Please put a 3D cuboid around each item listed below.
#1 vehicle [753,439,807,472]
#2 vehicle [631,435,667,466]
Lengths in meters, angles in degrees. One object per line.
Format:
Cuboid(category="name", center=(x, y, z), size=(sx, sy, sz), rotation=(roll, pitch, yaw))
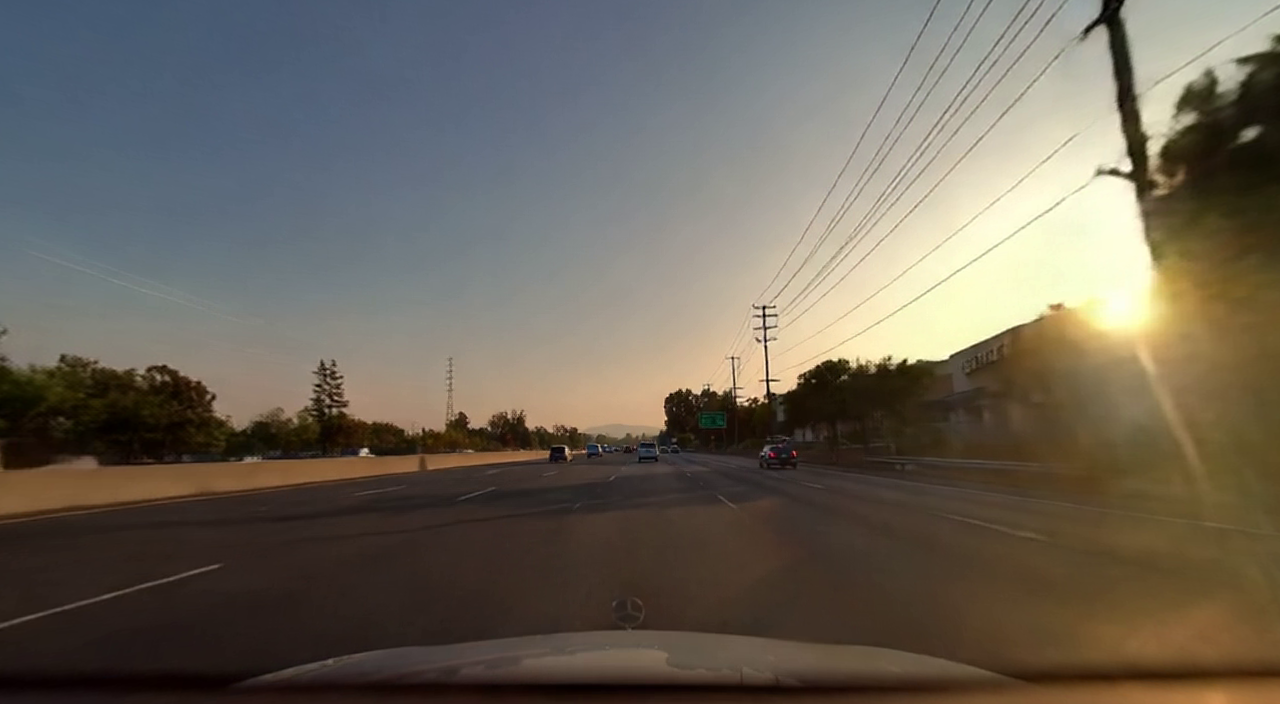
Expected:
Cuboid(category="vehicle", center=(7.617, 5.673, 34.761), size=(1.937, 1.698, 4.322), rotation=(0, -9, -1))
Cuboid(category="vehicle", center=(0.674, 7.715, 49.444), size=(2.622, 2.208, 5.320), rotation=(0, -9, 0))
